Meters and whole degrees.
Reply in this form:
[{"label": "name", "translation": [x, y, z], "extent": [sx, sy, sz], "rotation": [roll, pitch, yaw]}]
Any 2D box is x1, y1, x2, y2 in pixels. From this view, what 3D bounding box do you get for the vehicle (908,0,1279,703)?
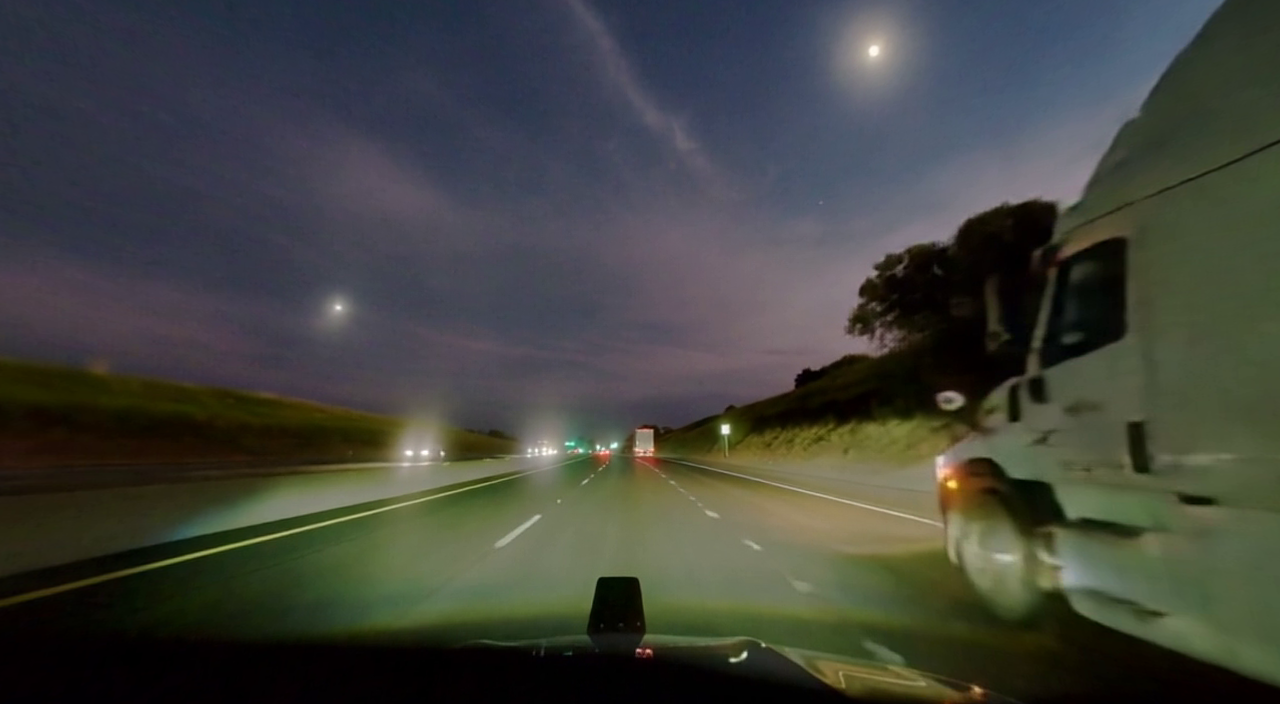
[{"label": "vehicle", "translation": [3.696, -0.194, 1.677], "extent": [3.045, 3.825, 6.161], "rotation": [0, -9, -1]}]
